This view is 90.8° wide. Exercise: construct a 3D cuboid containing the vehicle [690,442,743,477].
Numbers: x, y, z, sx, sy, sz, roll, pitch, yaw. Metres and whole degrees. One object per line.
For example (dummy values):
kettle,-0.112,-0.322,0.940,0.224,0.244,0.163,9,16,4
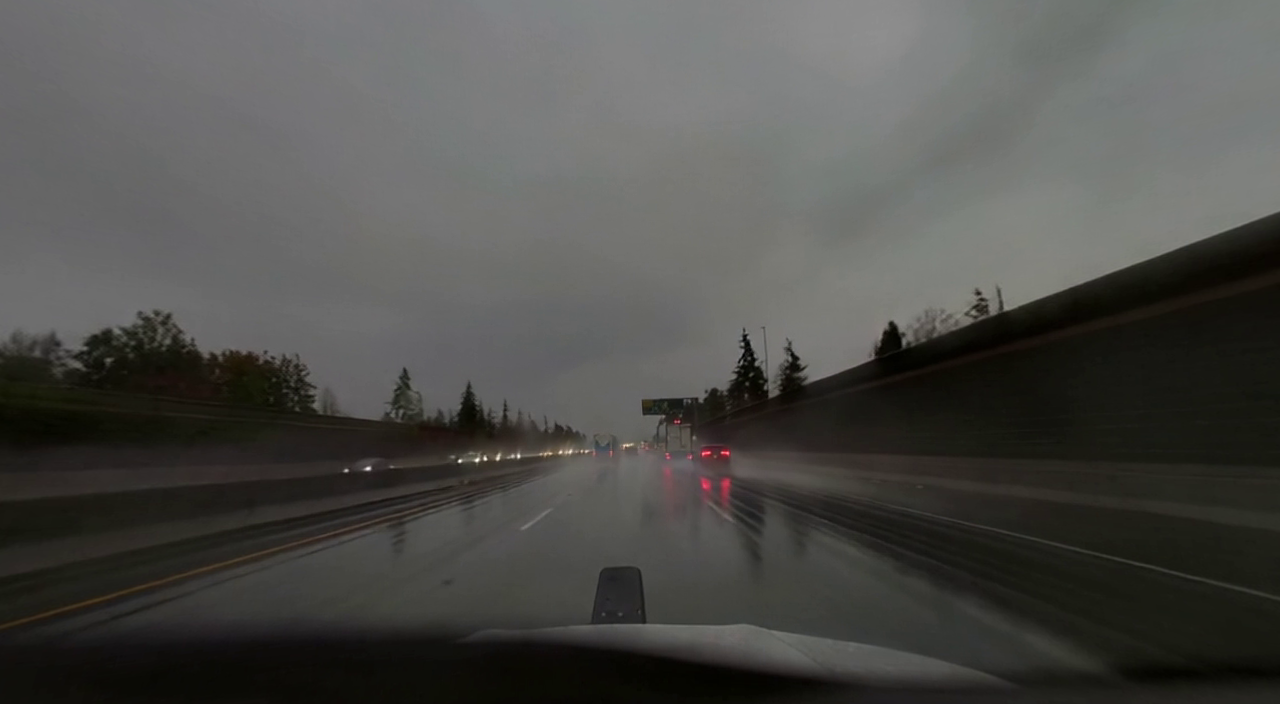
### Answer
vehicle,3.798,5.412,32.085,2.066,1.638,4.158,0,-9,-2
